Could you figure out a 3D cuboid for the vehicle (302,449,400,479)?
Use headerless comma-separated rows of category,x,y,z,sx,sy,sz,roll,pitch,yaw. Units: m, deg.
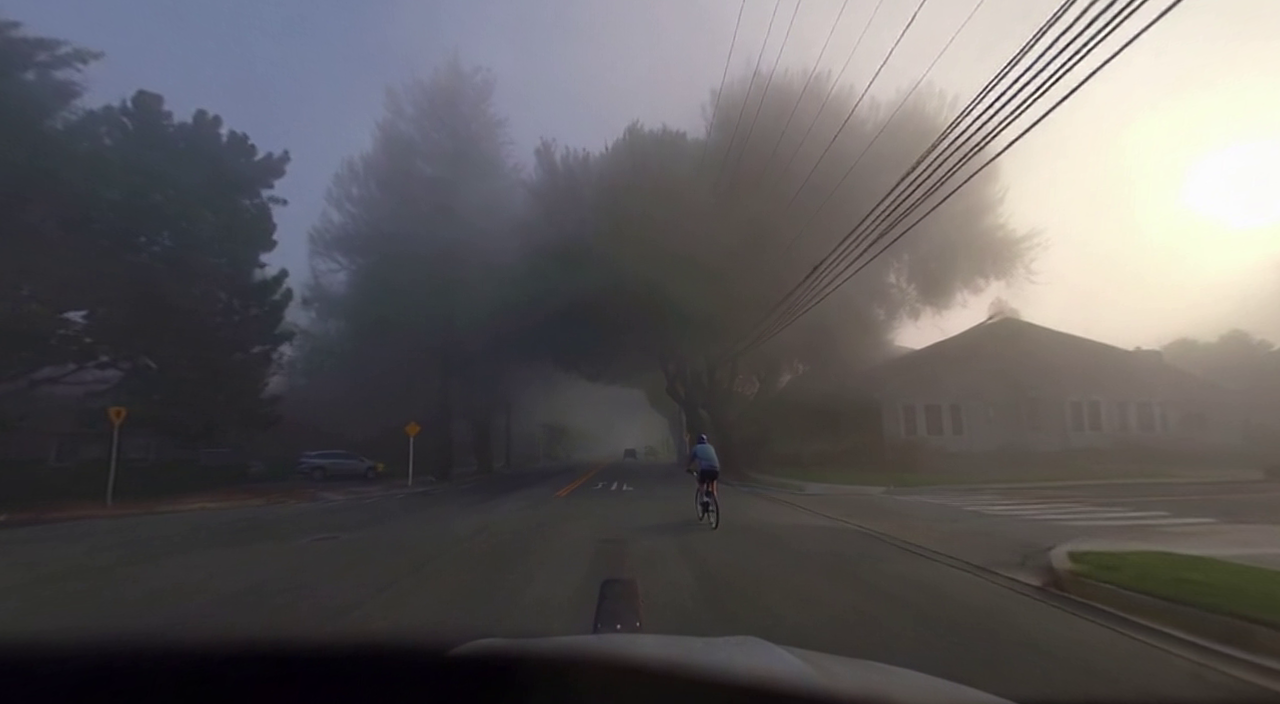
vehicle,-14.669,5.695,32.239,4.143,1.480,1.755,0,-9,-2
